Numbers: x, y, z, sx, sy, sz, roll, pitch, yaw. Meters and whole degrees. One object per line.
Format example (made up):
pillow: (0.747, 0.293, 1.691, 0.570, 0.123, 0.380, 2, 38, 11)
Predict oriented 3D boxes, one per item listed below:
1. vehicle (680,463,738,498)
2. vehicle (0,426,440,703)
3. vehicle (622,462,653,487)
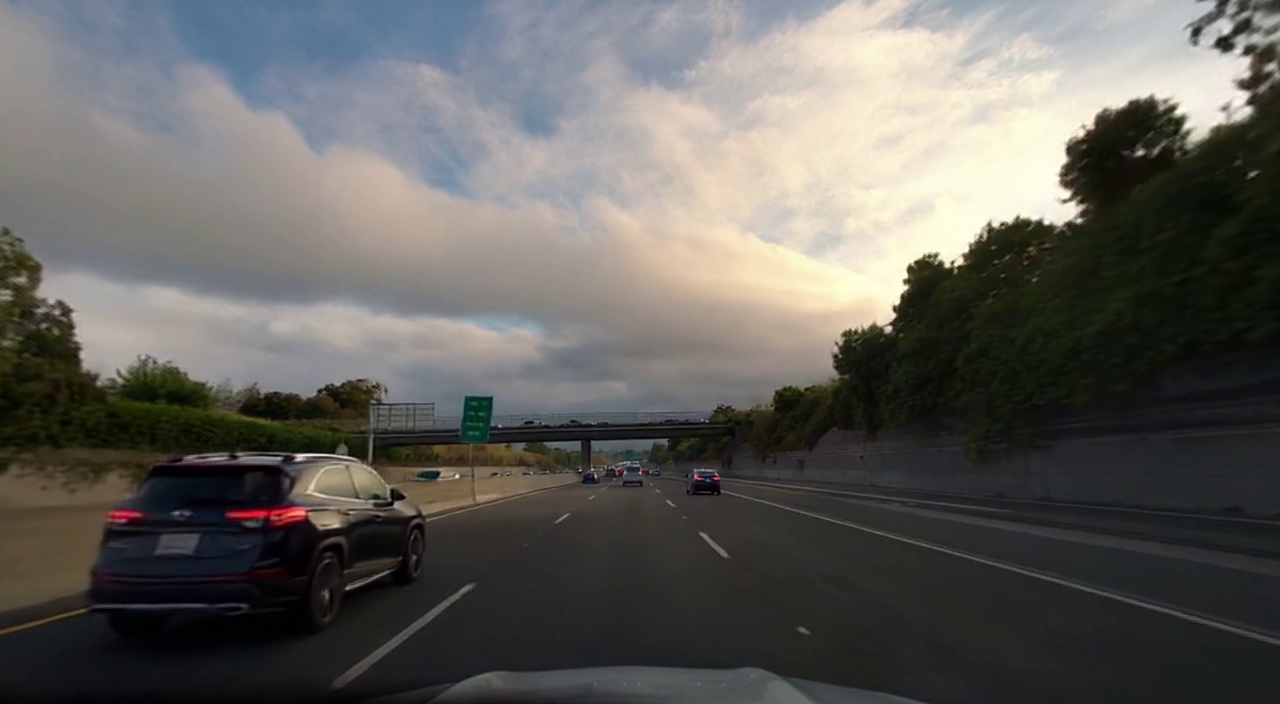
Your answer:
vehicle: (3.160, 6.035, 29.716, 2.092, 1.518, 4.348, 1, -10, -2)
vehicle: (-3.297, 1.467, 4.834, 2.099, 1.516, 4.308, 0, -10, 0)
vehicle: (-0.206, 8.925, 45.906, 2.181, 1.698, 4.056, 0, -10, -1)
